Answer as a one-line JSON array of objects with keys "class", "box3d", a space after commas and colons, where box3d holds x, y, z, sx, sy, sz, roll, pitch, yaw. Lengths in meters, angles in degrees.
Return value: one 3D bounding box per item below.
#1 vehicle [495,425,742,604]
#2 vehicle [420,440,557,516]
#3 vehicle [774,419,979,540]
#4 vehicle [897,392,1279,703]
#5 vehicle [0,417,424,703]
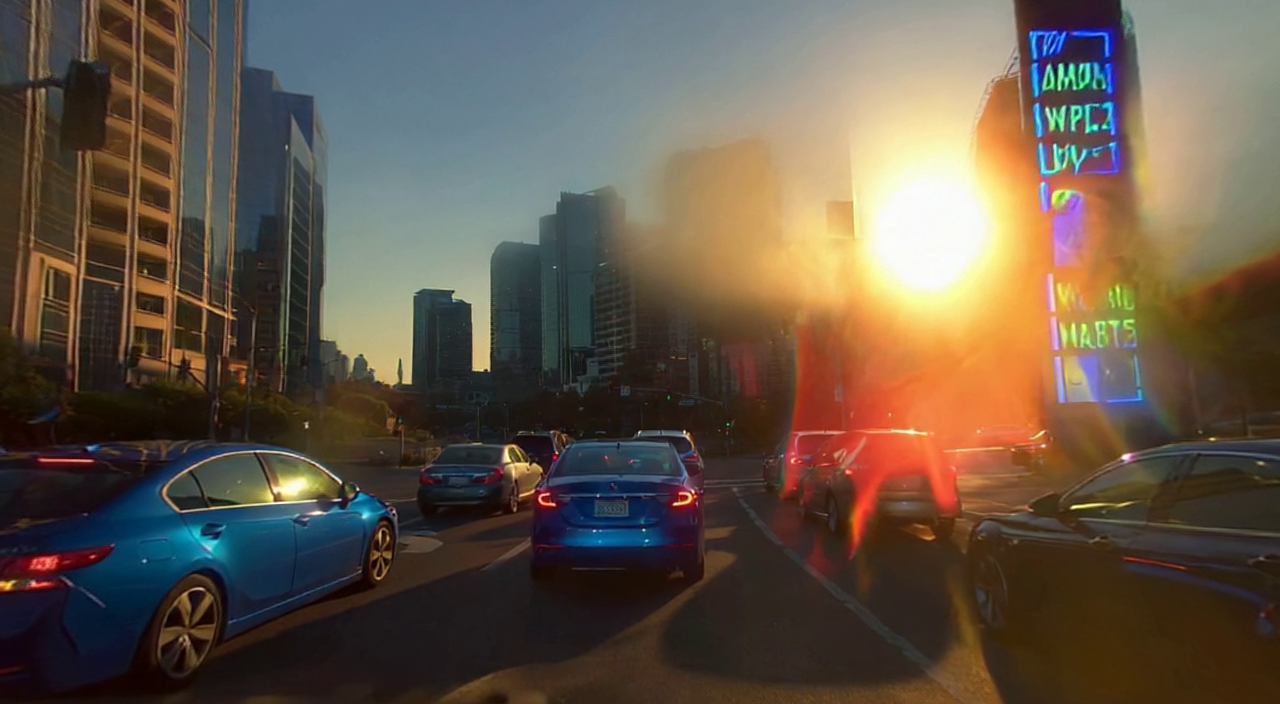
[{"class": "vehicle", "box3d": [-0.170, 1.663, 7.340, 2.059, 1.477, 3.988, 0, -8, 0]}, {"class": "vehicle", "box3d": [-3.197, 2.736, 14.229, 1.839, 1.438, 4.109, -1, -8, 3]}, {"class": "vehicle", "box3d": [3.763, 2.104, 10.990, 2.007, 1.683, 4.171, 0, -8, 1]}, {"class": "vehicle", "box3d": [3.442, 1.116, 3.792, 1.981, 1.499, 4.536, 0, -8, 2]}, {"class": "vehicle", "box3d": [-3.410, 1.321, 4.755, 1.980, 1.454, 4.226, 0, -8, 1]}]
